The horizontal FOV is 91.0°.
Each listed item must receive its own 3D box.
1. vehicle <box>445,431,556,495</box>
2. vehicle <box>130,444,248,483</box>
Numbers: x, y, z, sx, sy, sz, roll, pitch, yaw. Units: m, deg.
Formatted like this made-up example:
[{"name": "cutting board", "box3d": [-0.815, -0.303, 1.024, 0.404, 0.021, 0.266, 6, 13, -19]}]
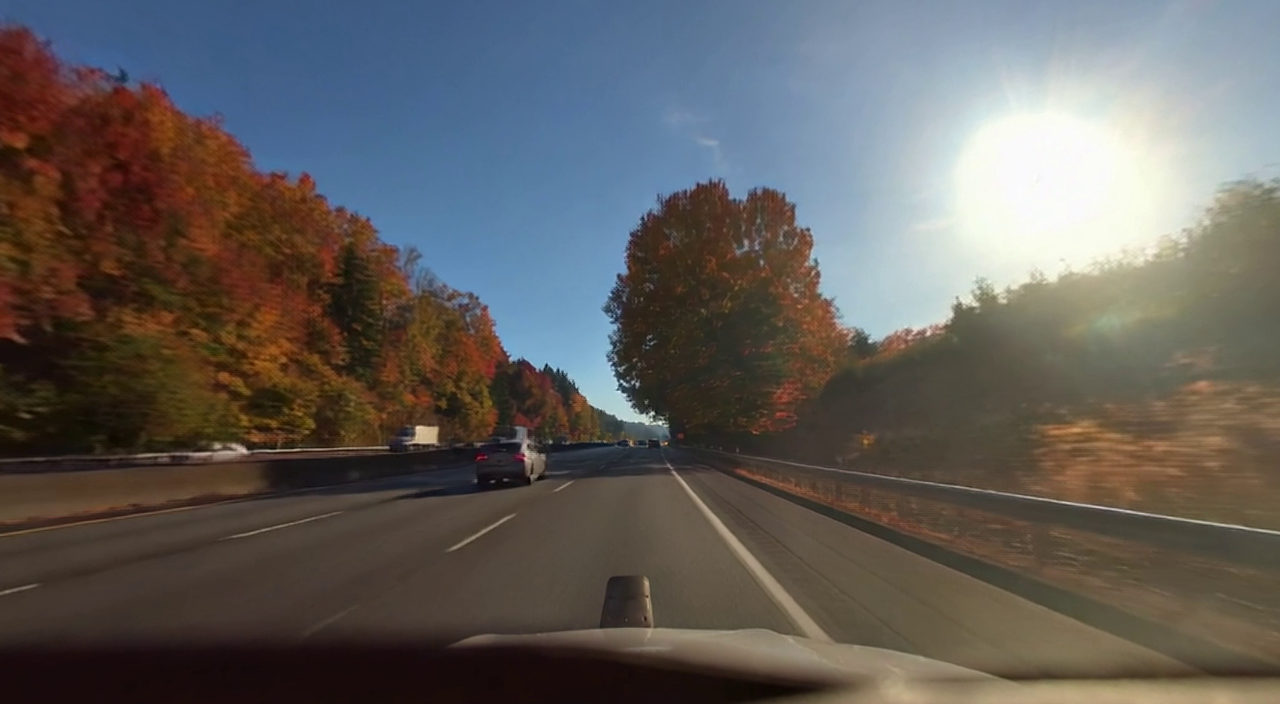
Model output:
[{"name": "vehicle", "box3d": [-3.905, 3.197, 18.556, 2.123, 1.643, 4.479, 0, -8, 2]}, {"name": "vehicle", "box3d": [-19.571, 4.818, 27.578, 1.836, 1.528, 4.456, 0, -8, 1]}]
